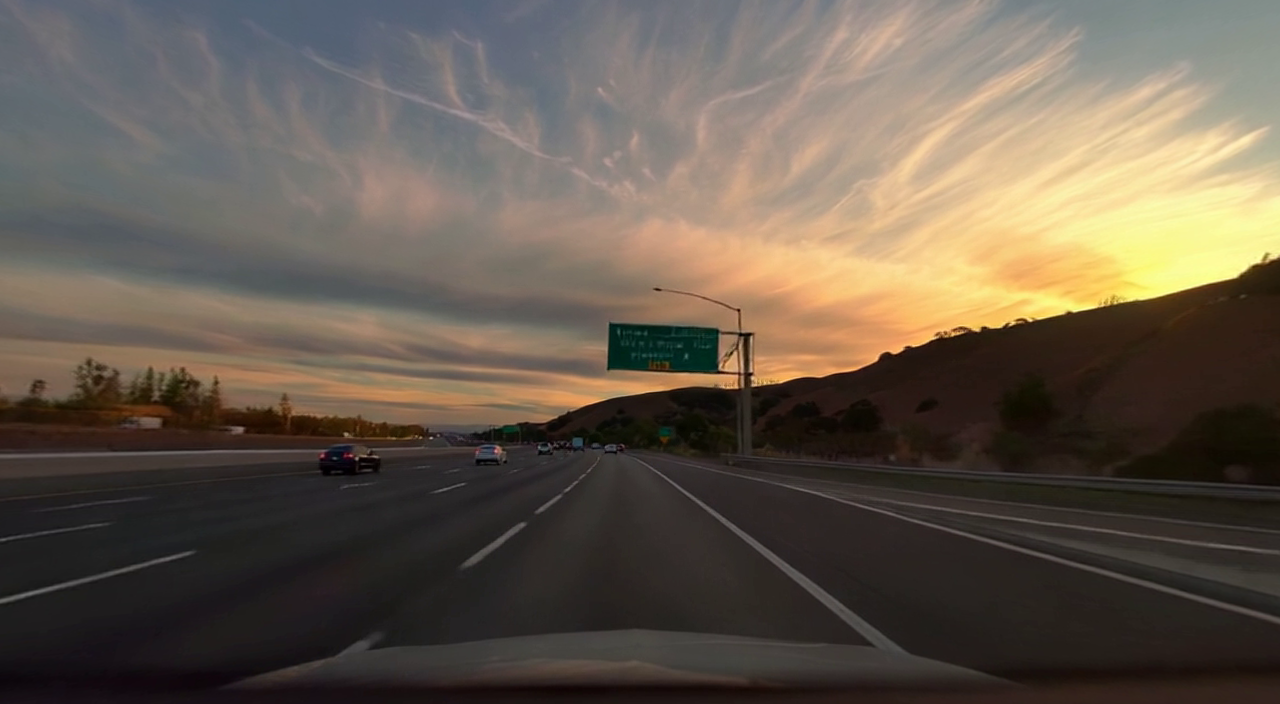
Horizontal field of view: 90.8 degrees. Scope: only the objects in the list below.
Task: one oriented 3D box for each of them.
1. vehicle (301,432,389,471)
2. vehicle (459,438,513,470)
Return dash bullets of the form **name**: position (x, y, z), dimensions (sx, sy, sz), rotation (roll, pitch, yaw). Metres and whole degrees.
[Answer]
- **vehicle**: position (-15.865, 5.395, 34.366), dimensions (2.240, 1.953, 5.452), rotation (0, -9, -2)
- **vehicle**: position (-8.859, 5.876, 36.643), dimensions (2.104, 1.715, 4.319), rotation (0, -9, -1)
